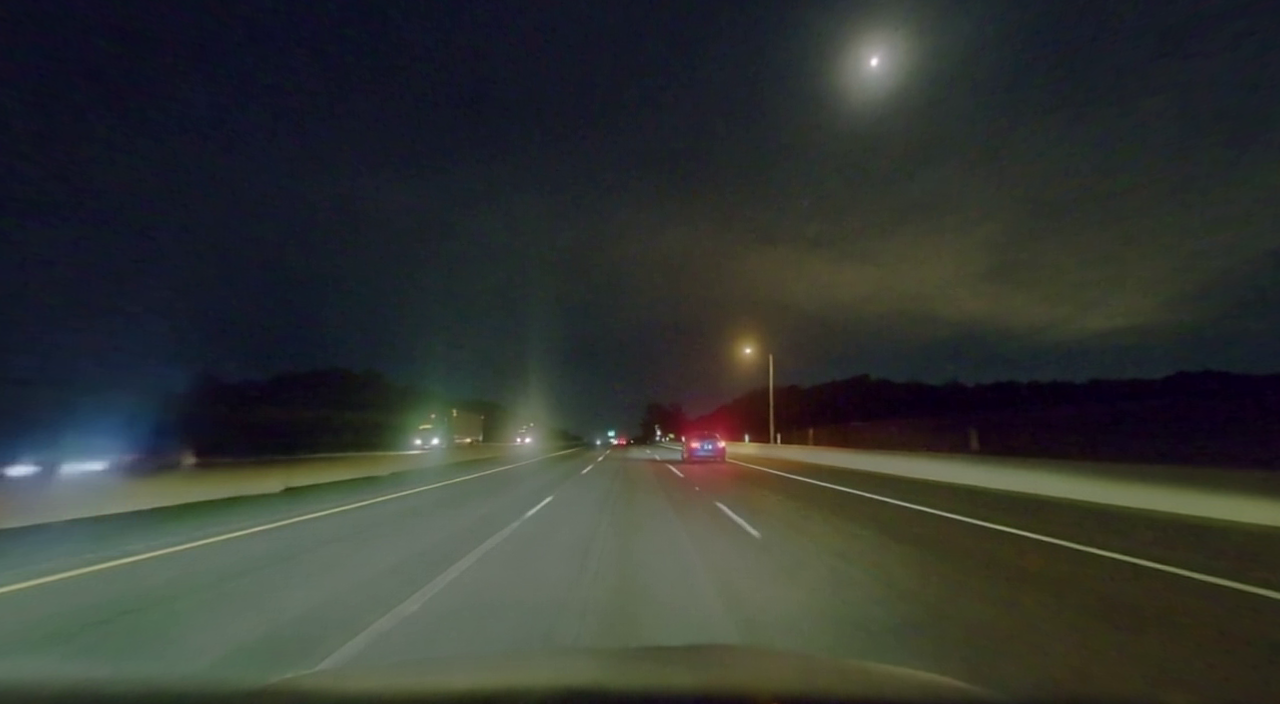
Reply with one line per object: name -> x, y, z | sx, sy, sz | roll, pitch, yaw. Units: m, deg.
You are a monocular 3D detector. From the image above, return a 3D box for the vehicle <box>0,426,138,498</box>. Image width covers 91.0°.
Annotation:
vehicle -> -16.464, 2.951, 17.231 | 2.070, 1.716, 4.121 | 0, -8, -1

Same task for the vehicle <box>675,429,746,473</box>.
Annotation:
vehicle -> 2.835, 4.109, 26.364 | 2.349, 1.651, 4.161 | 0, -8, -2
